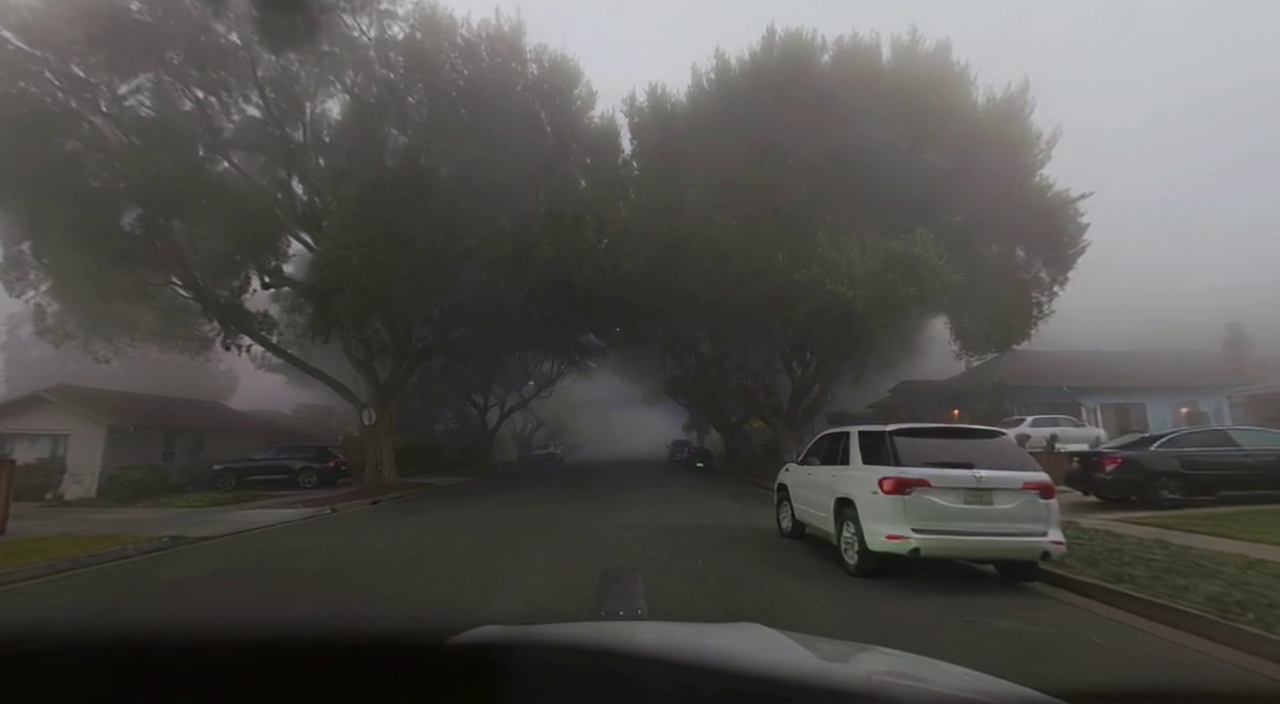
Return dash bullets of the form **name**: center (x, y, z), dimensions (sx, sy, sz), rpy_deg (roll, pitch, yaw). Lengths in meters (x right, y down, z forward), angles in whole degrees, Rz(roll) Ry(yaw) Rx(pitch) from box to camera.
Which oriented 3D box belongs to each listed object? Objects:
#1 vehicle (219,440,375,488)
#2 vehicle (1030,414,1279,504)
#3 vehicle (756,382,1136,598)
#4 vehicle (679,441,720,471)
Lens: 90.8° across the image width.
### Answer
- **vehicle**: center (-13.298, 4.355, 24.749), dimensions (4.928, 1.797, 1.981), rpy_deg (0, -8, 2)
- **vehicle**: center (10.448, 1.955, 11.688), dimensions (5.041, 1.486, 1.969), rpy_deg (-2, -9, 14)
- **vehicle**: center (3.160, 1.572, 8.139), dimensions (2.241, 1.875, 5.059), rpy_deg (0, -8, -1)
- **vehicle**: center (3.282, 5.811, 35.610), dimensions (2.016, 1.567, 4.228), rpy_deg (0, -8, 1)
